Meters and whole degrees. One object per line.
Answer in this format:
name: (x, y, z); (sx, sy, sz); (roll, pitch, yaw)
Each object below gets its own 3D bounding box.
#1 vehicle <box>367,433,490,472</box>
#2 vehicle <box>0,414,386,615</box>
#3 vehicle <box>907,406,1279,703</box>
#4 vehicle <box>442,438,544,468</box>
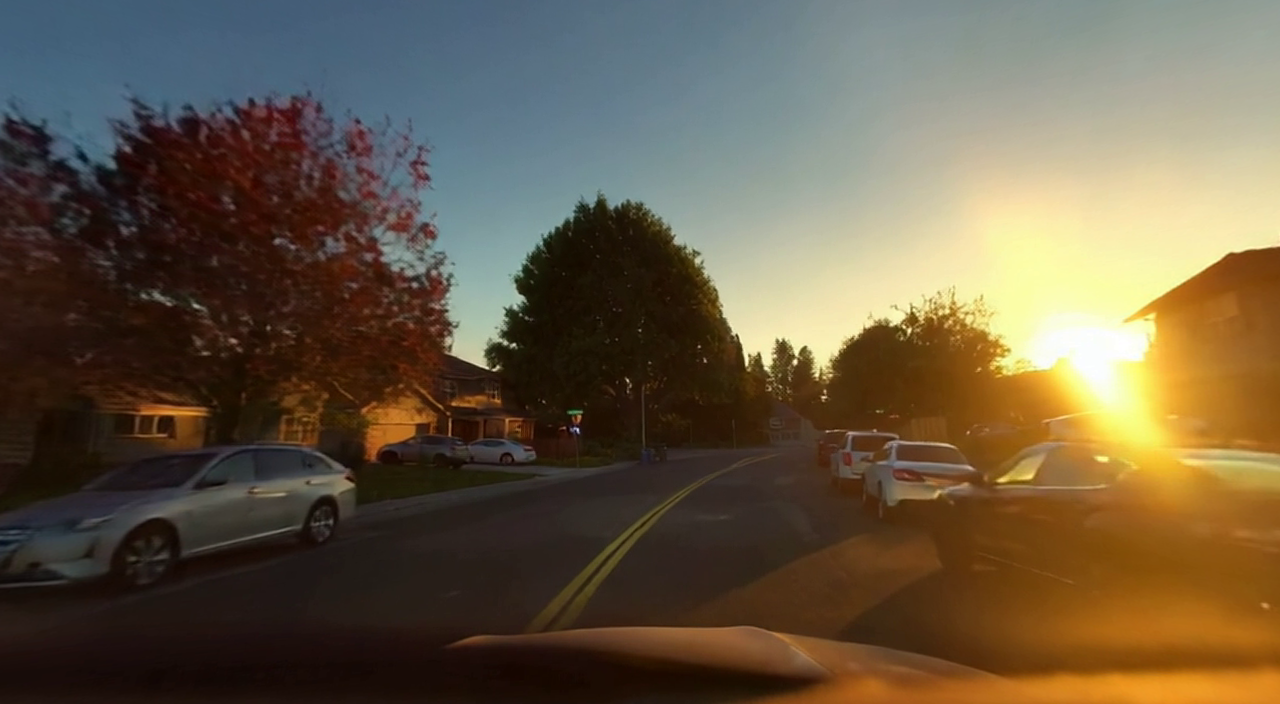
vehicle: (-9.155, 4.356, 27.481); (4.635, 1.594, 2.132); (-3, -9, 16)
vehicle: (-5.513, 1.758, 7.961); (2.030, 1.696, 4.828); (-2, -9, 9)
vehicle: (3.892, 1.290, 4.833); (2.045, 1.478, 4.914); (-1, -8, 7)
vehicle: (-7.250, 5.000, 31.393); (4.455, 1.419, 2.017); (-2, -9, 14)
